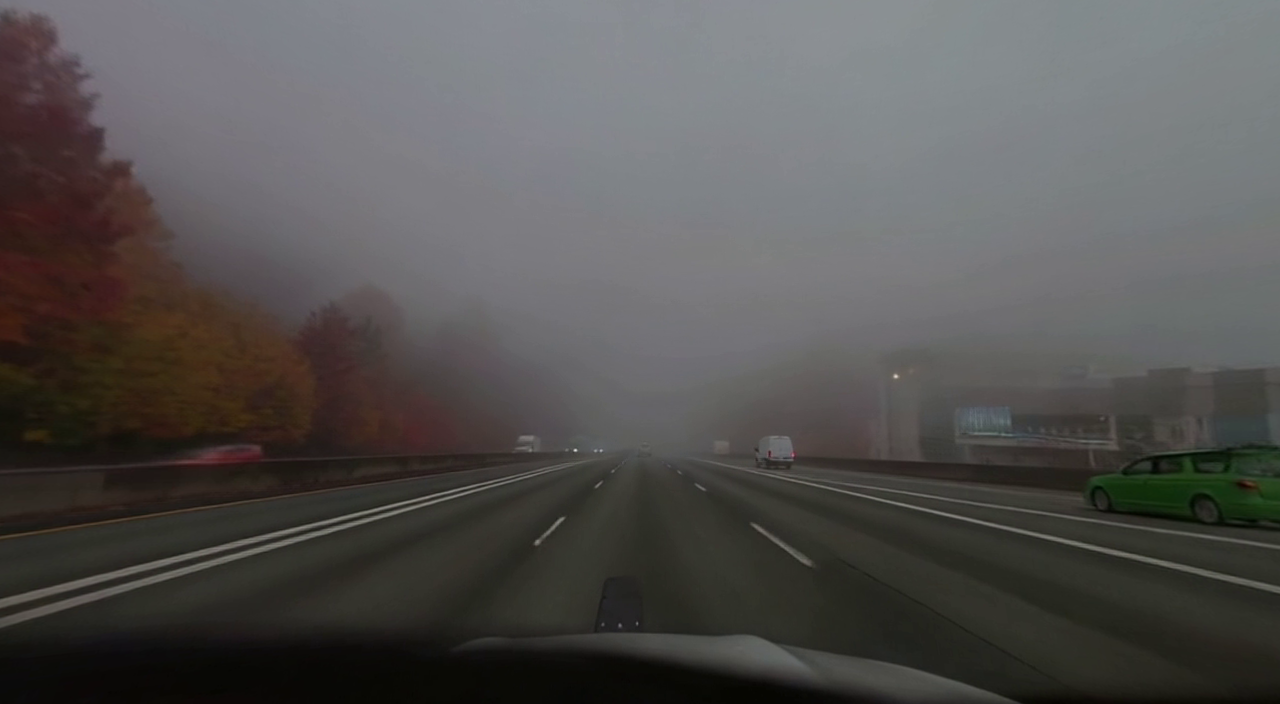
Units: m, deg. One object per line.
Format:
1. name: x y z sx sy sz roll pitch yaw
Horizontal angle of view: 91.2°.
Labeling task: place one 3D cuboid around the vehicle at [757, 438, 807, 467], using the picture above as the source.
1. vehicle: 9.394 6.694 41.776 2.034 1.770 4.637 0 -9 -2

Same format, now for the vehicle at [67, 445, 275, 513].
1. vehicle: -11.851 3.205 16.324 2.037 1.490 4.375 0 -9 0
